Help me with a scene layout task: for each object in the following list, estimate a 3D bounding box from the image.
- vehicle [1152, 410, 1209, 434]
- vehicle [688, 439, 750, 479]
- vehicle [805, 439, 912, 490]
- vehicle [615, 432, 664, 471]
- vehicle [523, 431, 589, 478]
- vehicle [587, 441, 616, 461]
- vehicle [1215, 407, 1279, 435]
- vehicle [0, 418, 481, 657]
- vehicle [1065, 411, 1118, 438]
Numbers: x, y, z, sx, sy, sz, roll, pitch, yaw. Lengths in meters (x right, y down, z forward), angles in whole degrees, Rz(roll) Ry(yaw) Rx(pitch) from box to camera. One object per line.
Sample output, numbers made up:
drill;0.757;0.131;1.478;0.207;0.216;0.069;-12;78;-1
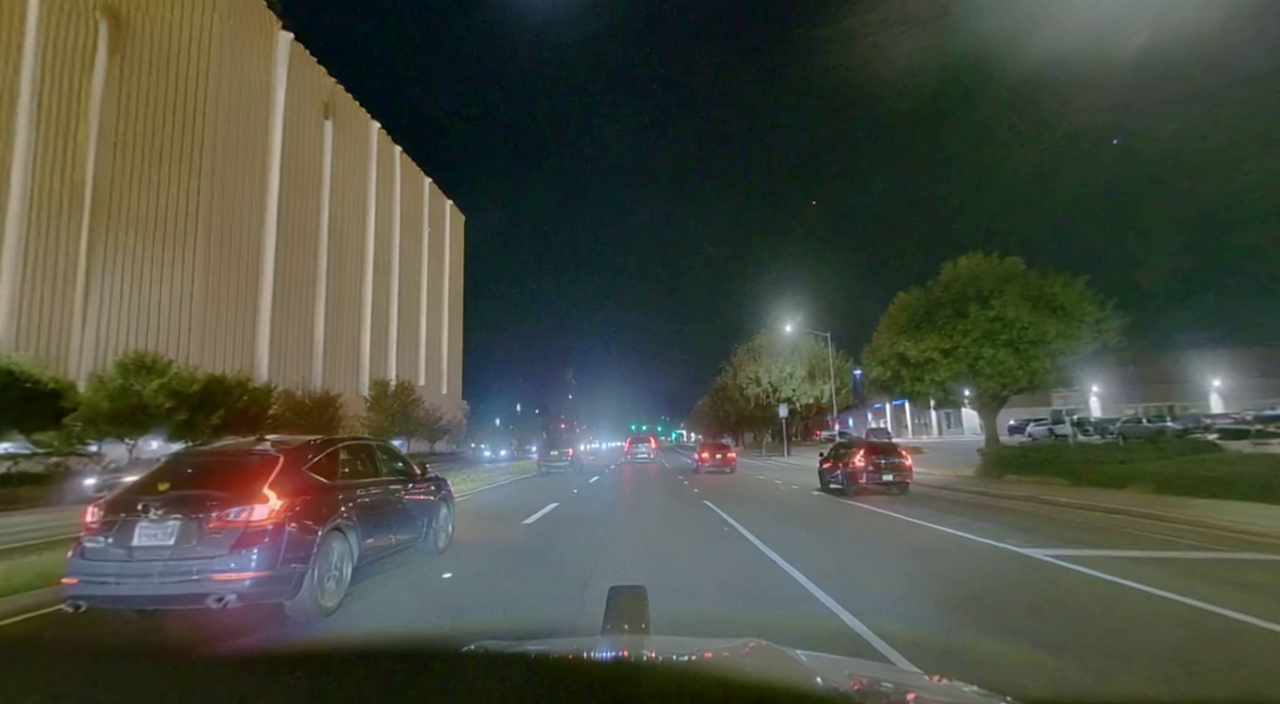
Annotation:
vehicle;37.131;4.854;43.437;1.854;1.471;4.595;-5;-10;27
vehicle;3.076;4.259;25.381;1.884;1.458;4.245;0;-8;-1
vehicle;6.939;3.606;20.613;1.865;1.458;4.605;0;-9;0
vehicle;-0.039;5.062;32.097;2.304;1.795;4.526;0;-9;0
vehicle;-3.431;4.307;26.617;2.117;1.799;4.442;-1;-9;1
vehicle;-2.947;7.705;49.108;1.900;1.454;4.086;-1;-9;1
vehicle;36.607;4.205;37.782;1.864;1.492;4.145;-4;-9;25
vehicle;-3.224;1.508;6.250;2.095;1.486;4.411;-1;-9;1
vehicle;31.100;5.072;43.534;1.993;1.708;4.464;-4;-9;23
